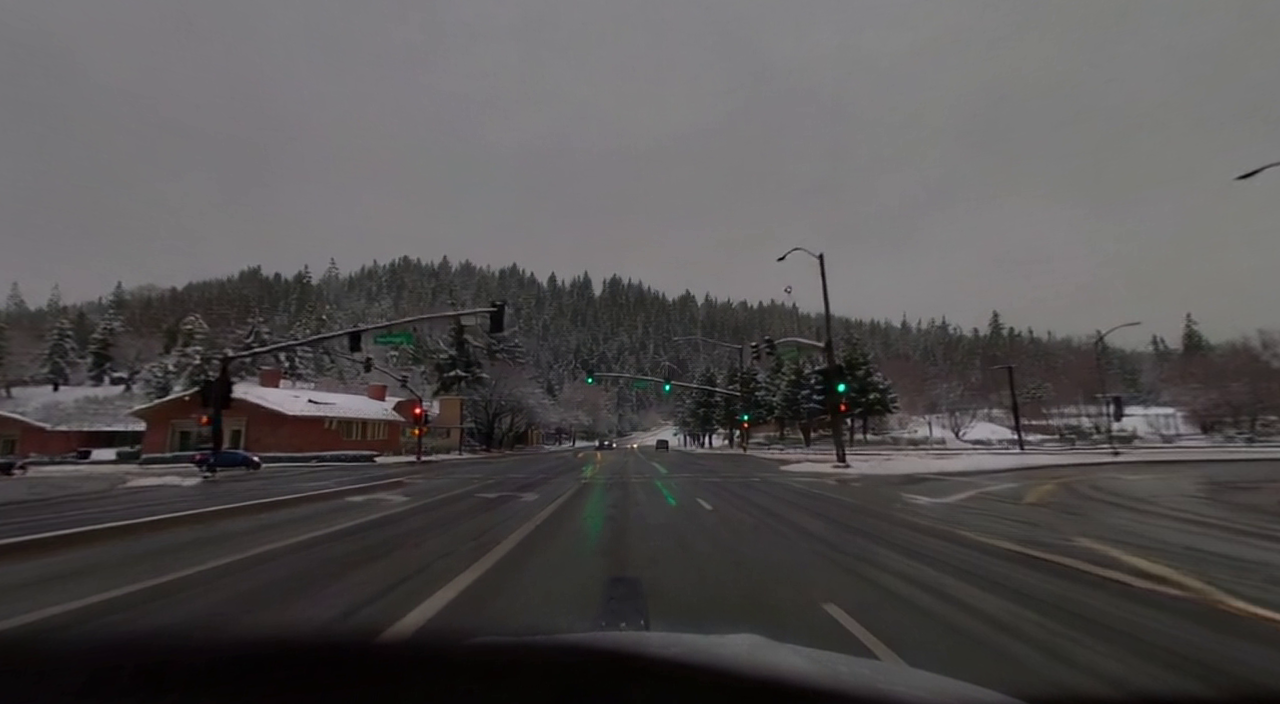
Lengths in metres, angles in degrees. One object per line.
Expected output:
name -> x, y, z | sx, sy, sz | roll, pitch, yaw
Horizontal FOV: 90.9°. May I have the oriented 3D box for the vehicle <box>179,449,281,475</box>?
vehicle -> -23.344, 6.241, 35.950 | 4.518, 1.423, 1.888 | 0, -9, 3
